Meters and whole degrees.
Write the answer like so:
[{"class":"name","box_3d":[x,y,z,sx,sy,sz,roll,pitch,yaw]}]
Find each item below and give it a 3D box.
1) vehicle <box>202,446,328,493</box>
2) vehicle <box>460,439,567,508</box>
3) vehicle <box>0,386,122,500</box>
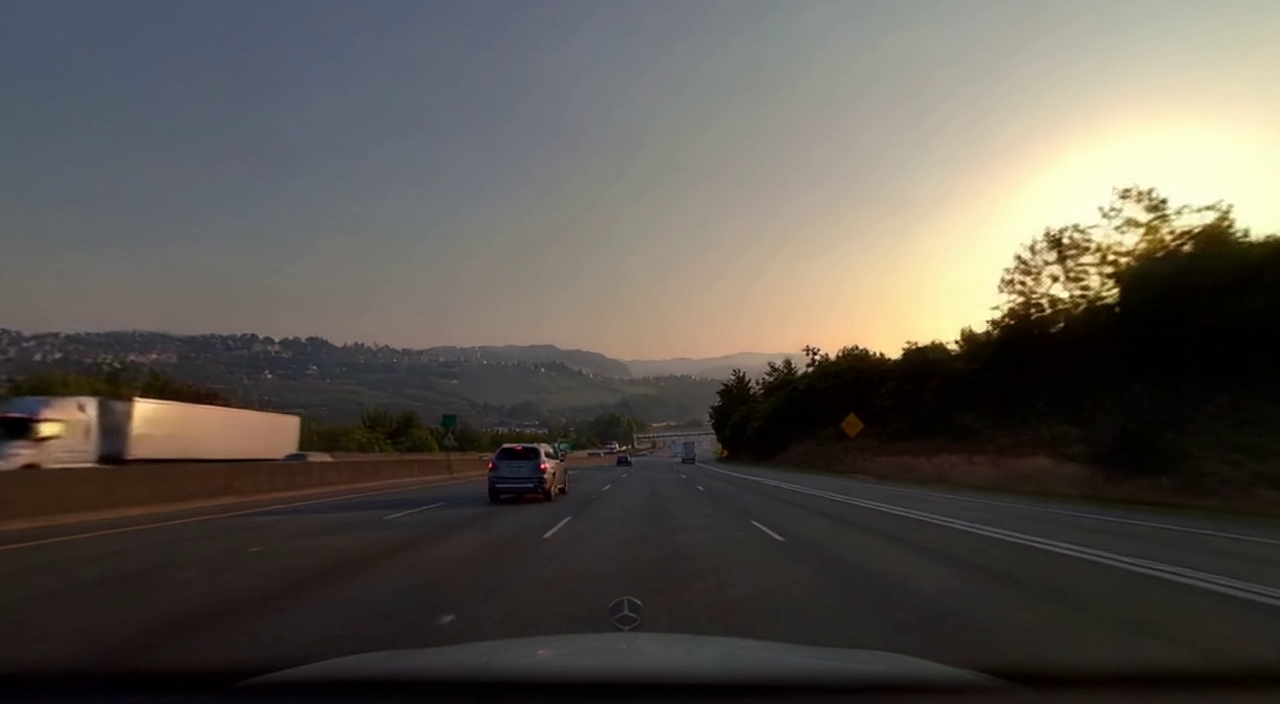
[{"class":"vehicle","box_3d":[-14.955,4.666,25.582,2.011,1.695,4.820,0,-9,2]},{"class":"vehicle","box_3d":[-3.286,3.251,17.329,2.016,1.623,4.126,0,-9,1]},{"class":"vehicle","box_3d":[-23.012,3.457,24.042,2.979,3.977,3.790,0,-9,1]}]
